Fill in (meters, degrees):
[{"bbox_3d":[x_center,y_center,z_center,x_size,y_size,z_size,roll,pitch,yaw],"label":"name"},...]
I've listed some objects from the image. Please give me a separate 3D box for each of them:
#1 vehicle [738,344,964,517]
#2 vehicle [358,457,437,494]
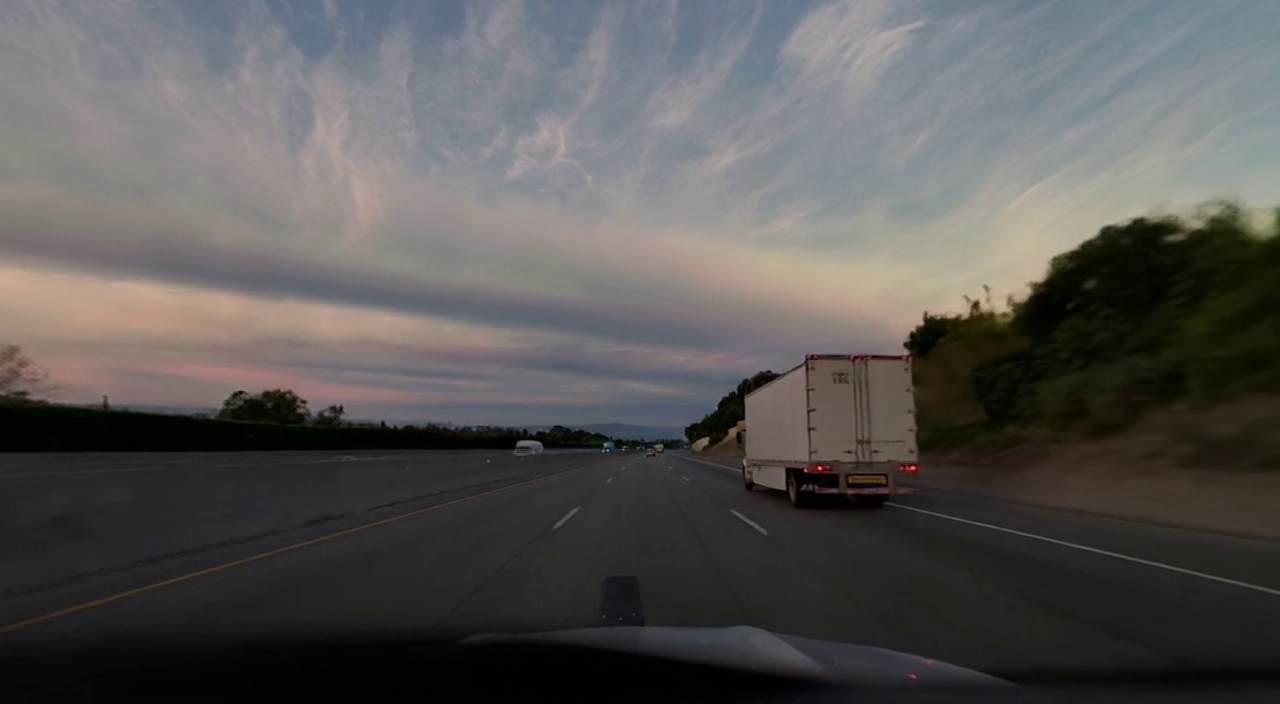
[{"bbox_3d":[4.666,2.122,16.221,2.771,3.313,8.121,0,-9,-2],"label":"vehicle"},{"bbox_3d":[-11.049,5.629,29.132,1.923,1.488,4.363,0,-9,0],"label":"vehicle"}]
